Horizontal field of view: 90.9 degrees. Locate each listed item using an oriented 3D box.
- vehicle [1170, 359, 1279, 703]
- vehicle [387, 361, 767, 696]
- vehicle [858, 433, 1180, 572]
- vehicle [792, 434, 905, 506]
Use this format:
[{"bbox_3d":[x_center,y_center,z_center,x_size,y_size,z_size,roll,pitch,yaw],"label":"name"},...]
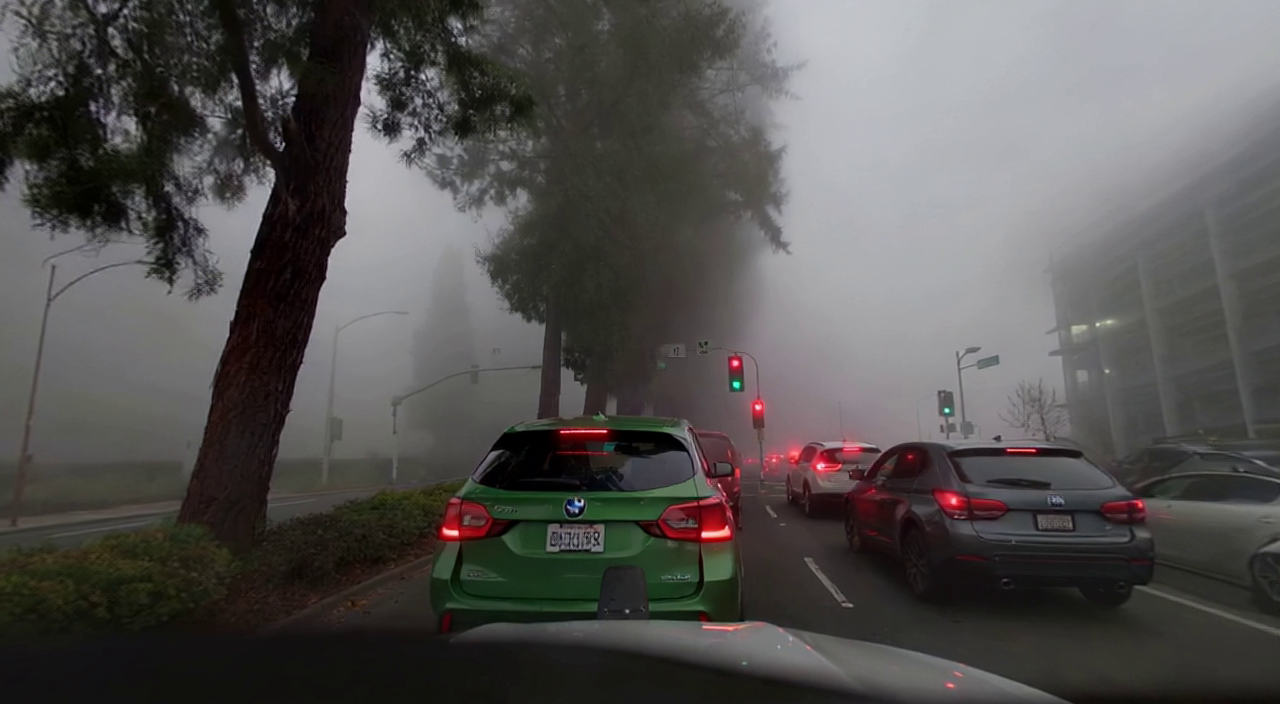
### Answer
[{"bbox_3d":[4.061,0.611,1.112,1.993,1.719,4.953,0,-8,1],"label":"vehicle"},{"bbox_3d":[-0.209,1.238,5.562,2.021,1.742,4.295,-1,-8,4],"label":"vehicle"},{"bbox_3d":[4.903,1.974,9.168,1.963,1.480,4.553,0,-8,2],"label":"vehicle"},{"bbox_3d":[5.337,3.036,16.724,1.994,1.638,4.100,-1,-9,6],"label":"vehicle"}]
